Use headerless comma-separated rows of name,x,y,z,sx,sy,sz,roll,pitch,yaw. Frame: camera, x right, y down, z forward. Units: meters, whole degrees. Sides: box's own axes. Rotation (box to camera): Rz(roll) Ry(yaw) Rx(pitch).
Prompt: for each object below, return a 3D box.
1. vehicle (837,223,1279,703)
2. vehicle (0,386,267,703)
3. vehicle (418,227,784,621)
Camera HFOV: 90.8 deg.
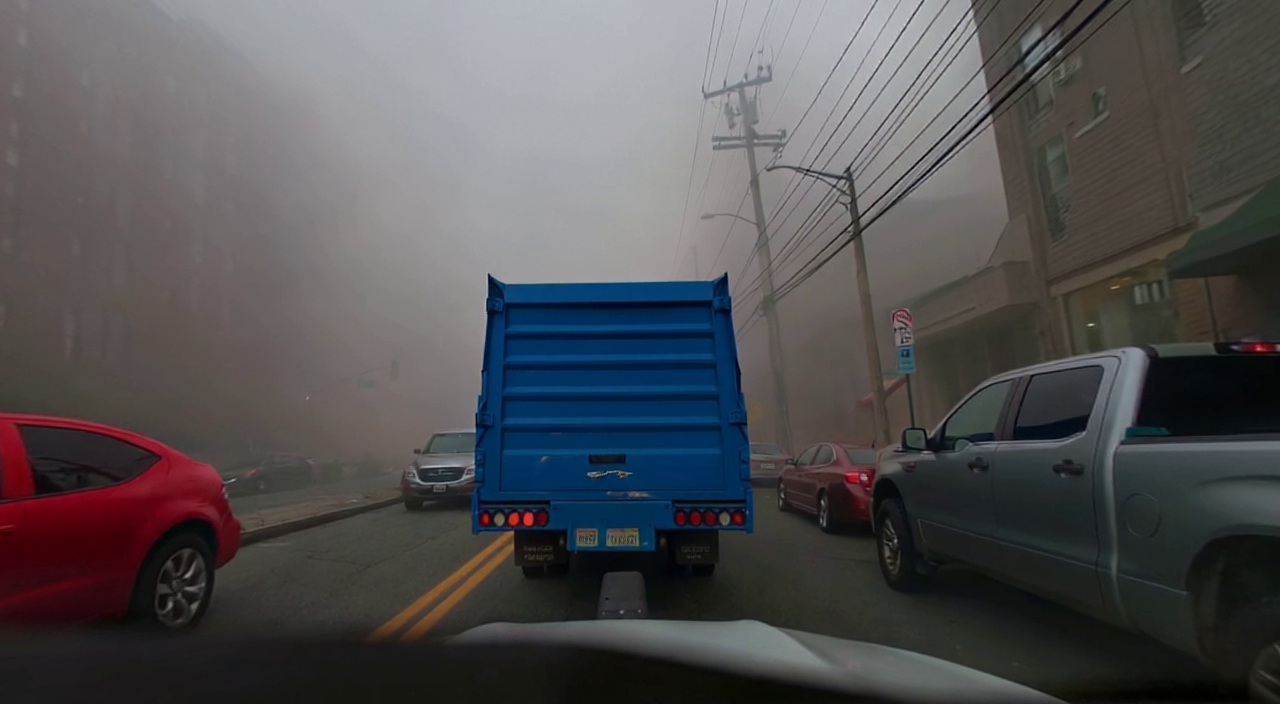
vehicle,3.235,0.843,3.860,2.242,1.979,5.722,0,-8,1
vehicle,-4.121,0.982,2.934,1.988,1.657,4.492,0,-8,0
vehicle,-0.219,1.132,9.271,2.878,3.204,8.244,0,-8,1
